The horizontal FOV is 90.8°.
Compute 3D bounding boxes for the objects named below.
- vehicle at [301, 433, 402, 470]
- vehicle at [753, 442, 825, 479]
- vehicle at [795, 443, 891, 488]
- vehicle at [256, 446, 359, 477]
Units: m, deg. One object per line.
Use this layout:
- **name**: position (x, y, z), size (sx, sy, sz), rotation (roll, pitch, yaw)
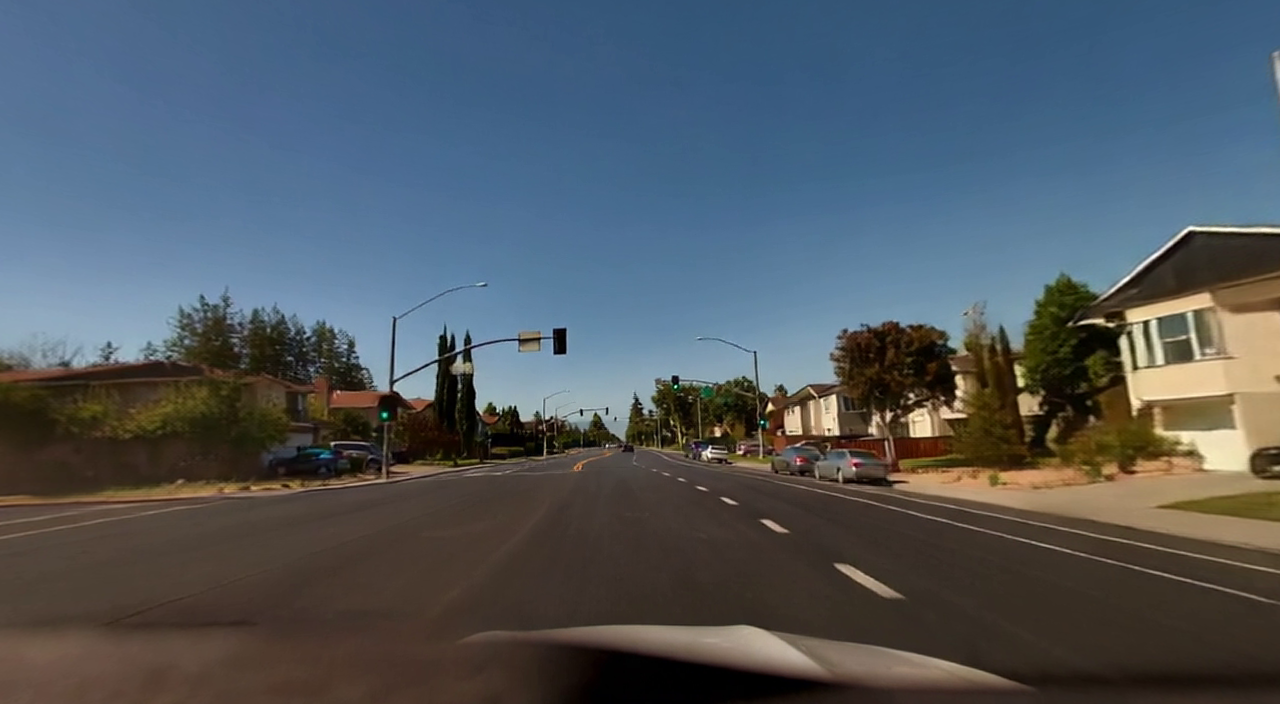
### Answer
- **vehicle**: position (-18.433, 6.430, 40.638), size (5.096, 2.070, 2.687), rotation (2, -10, 1)
- **vehicle**: position (7.059, 5.142, 30.392), size (1.934, 1.504, 4.928), rotation (4, -9, -4)
- **vehicle**: position (7.607, 4.269, 24.203), size (1.951, 1.528, 4.366), rotation (1, -8, -5)
- **vehicle**: position (-18.261, 6.028, 34.825), size (4.598, 1.445, 1.973), rotation (-2, -9, -1)
